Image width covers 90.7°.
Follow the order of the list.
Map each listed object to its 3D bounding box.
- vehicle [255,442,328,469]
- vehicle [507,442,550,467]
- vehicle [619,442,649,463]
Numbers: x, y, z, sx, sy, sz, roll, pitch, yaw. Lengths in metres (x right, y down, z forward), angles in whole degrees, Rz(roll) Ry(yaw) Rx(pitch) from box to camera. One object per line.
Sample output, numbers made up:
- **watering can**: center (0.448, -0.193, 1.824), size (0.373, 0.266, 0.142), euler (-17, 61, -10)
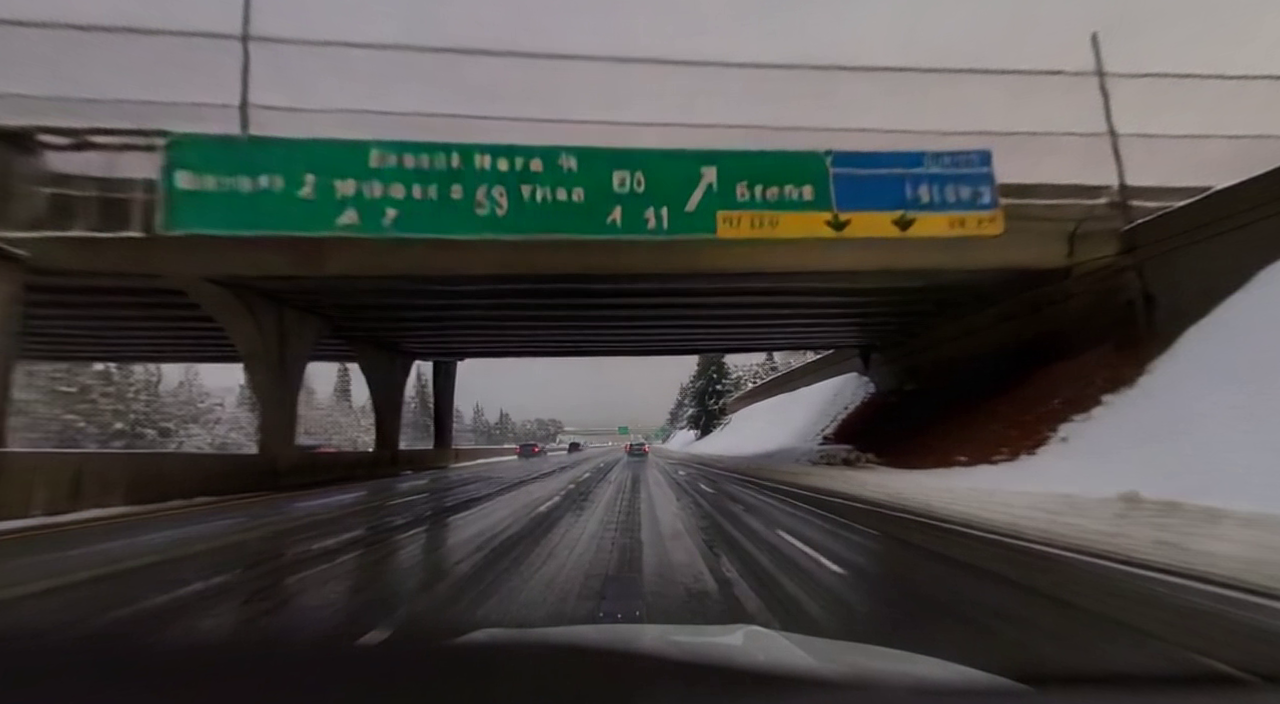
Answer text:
- **vehicle**: center (-25.448, 7.556, 46.471), size (2.166, 1.769, 5.672), euler (0, -8, 0)
- **vehicle**: center (-7.299, 6.740, 41.806), size (1.994, 1.487, 4.605), euler (0, -8, 0)
- **vehicle**: center (-0.507, 7.435, 46.805), size (2.086, 1.472, 4.168), euler (0, -8, -2)
